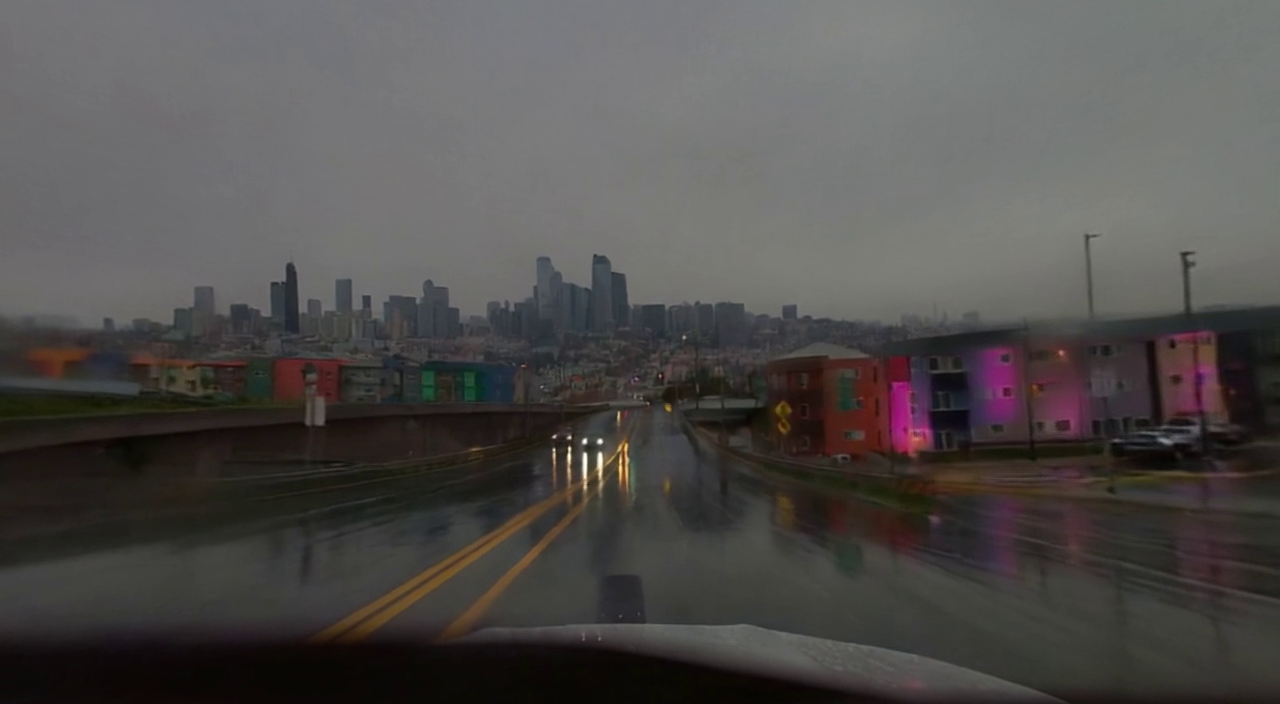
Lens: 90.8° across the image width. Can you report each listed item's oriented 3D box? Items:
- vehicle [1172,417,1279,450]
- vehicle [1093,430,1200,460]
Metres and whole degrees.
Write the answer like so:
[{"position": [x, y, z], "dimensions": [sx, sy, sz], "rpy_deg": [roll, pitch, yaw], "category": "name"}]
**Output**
[{"position": [33.382, 4.654, 35.979], "dimensions": [4.348, 1.783, 2.038], "rpy_deg": [1, -8, -3], "category": "vehicle"}, {"position": [28.663, 5.265, 35.871], "dimensions": [4.400, 1.614, 1.916], "rpy_deg": [0, -8, -1], "category": "vehicle"}]
